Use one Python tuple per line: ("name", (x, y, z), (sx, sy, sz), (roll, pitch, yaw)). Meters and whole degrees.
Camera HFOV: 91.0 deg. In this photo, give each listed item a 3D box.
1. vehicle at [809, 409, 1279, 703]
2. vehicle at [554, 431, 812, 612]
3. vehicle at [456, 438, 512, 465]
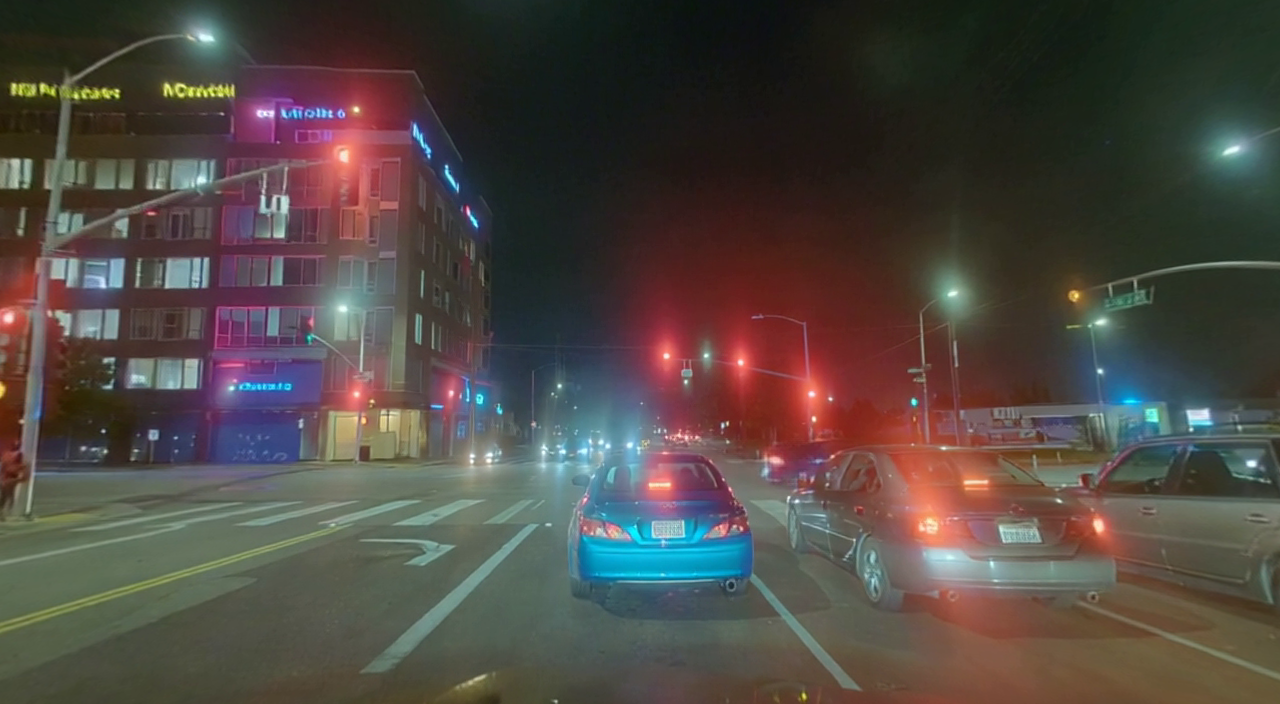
("vehicle", (2.814, 1.287, 4.560), (1.961, 1.498, 4.356), (0, -8, 0))
("vehicle", (0.280, 1.695, 7.291), (2.132, 1.464, 4.089), (0, -8, -2))
("vehicle", (-9.861, 6.327, 40.143), (2.030, 1.596, 3.912), (-1, -9, 9))
